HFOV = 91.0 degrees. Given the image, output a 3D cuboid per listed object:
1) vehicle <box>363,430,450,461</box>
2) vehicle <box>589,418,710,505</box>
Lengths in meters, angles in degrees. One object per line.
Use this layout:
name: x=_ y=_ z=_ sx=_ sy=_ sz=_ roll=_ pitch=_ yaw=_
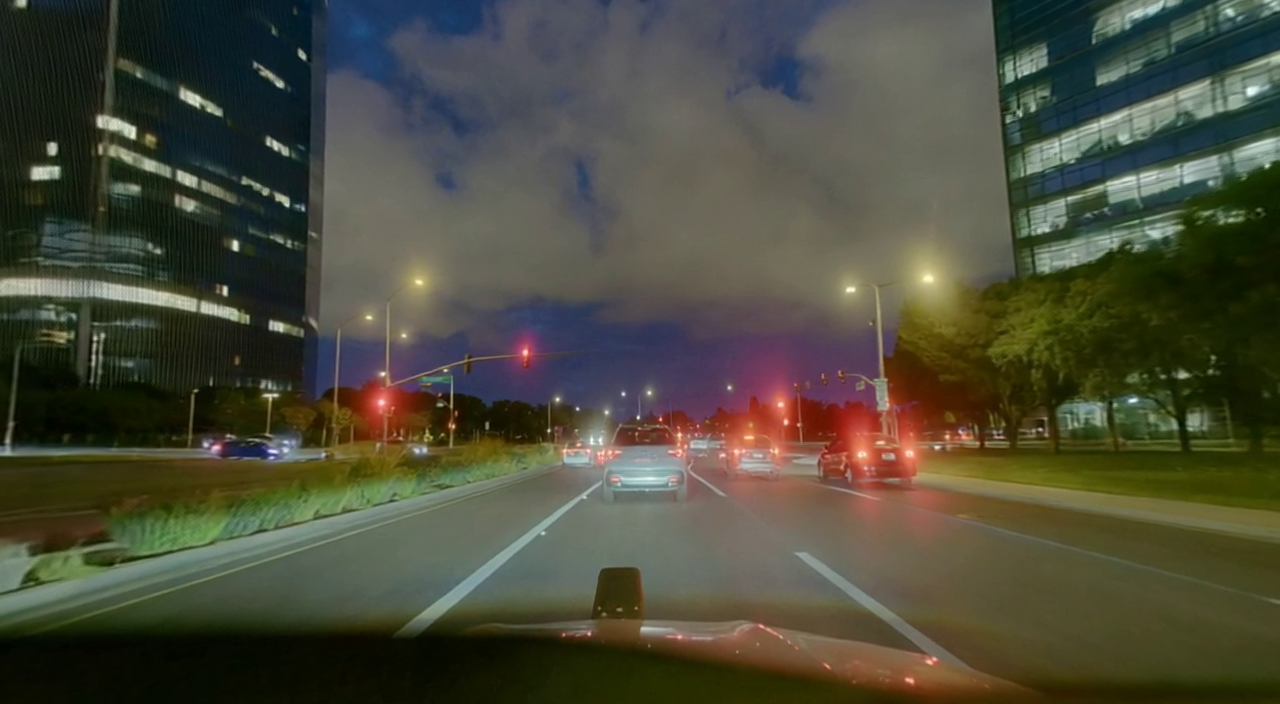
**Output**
vehicle: x=-18.248 y=7.299 z=49.162 sx=6.448 sy=2.310 sz=2.717 roll=-5 pitch=-10 yaw=28
vehicle: x=0.209 y=2.716 z=15.942 sx=2.601 sy=1.878 sz=4.535 roll=0 pitch=-9 yaw=0
